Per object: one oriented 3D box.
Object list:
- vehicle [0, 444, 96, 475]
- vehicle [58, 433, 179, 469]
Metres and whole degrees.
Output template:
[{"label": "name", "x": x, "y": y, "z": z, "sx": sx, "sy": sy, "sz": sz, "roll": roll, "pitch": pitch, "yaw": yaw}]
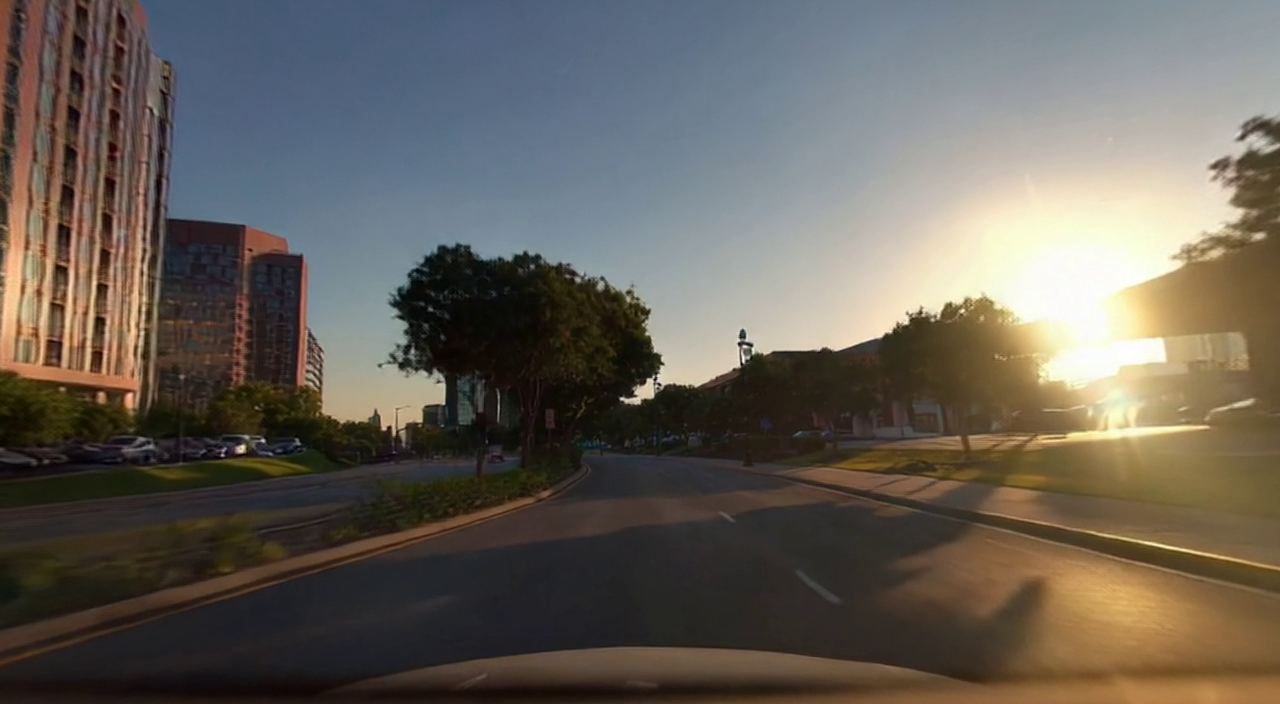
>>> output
[{"label": "vehicle", "x": -29.587, "y": 5.225, "z": 30.706, "sx": 4.187, "sy": 1.457, "sz": 1.973, "roll": 0, "pitch": -9, "yaw": -2}, {"label": "vehicle", "x": -29.435, "y": 5.612, "z": 35.704, "sx": 4.812, "sy": 1.932, "sz": 2.147, "roll": 0, "pitch": -9, "yaw": -2}]
